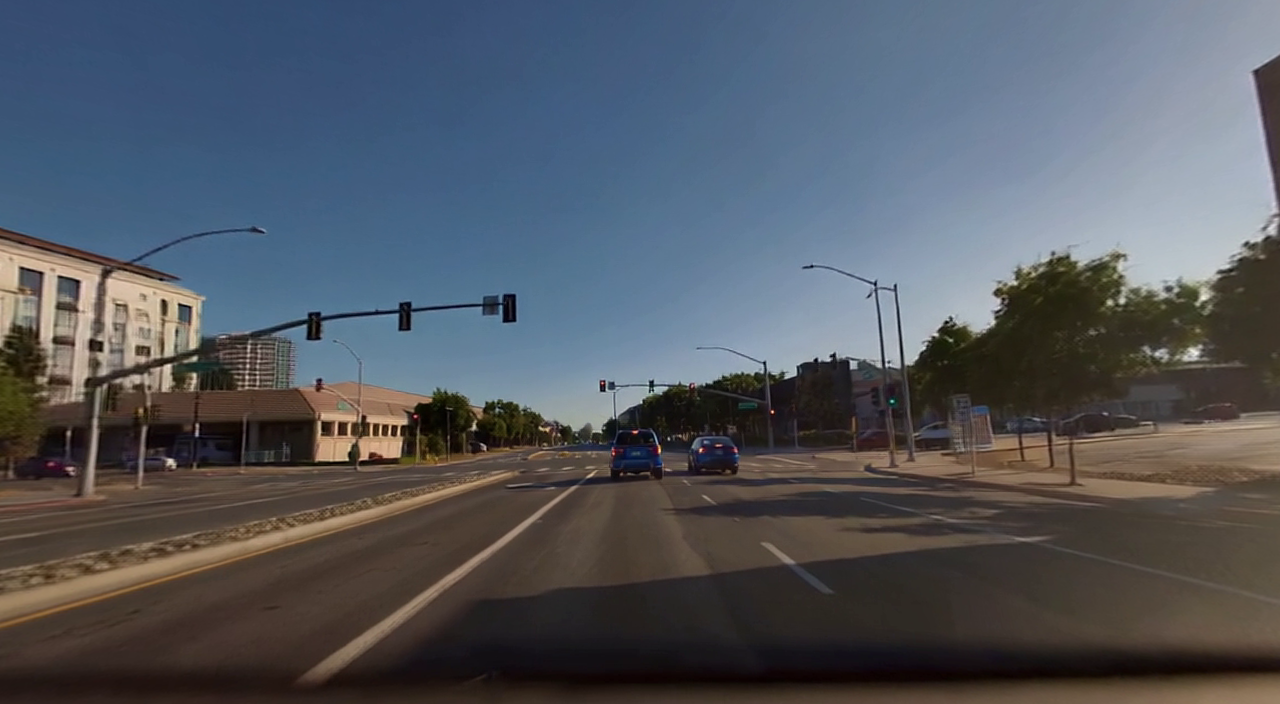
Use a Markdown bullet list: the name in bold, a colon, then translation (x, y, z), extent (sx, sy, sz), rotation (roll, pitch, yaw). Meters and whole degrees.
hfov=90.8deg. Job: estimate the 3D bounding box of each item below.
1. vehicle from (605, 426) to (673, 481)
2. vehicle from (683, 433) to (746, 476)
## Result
- **vehicle**: translation (-0.121, 3.968, 24.865), extent (2.413, 1.939, 4.716), rotation (0, -8, -2)
- **vehicle**: translation (3.203, 4.519, 28.129), extent (2.107, 1.736, 4.228), rotation (0, -9, -2)
